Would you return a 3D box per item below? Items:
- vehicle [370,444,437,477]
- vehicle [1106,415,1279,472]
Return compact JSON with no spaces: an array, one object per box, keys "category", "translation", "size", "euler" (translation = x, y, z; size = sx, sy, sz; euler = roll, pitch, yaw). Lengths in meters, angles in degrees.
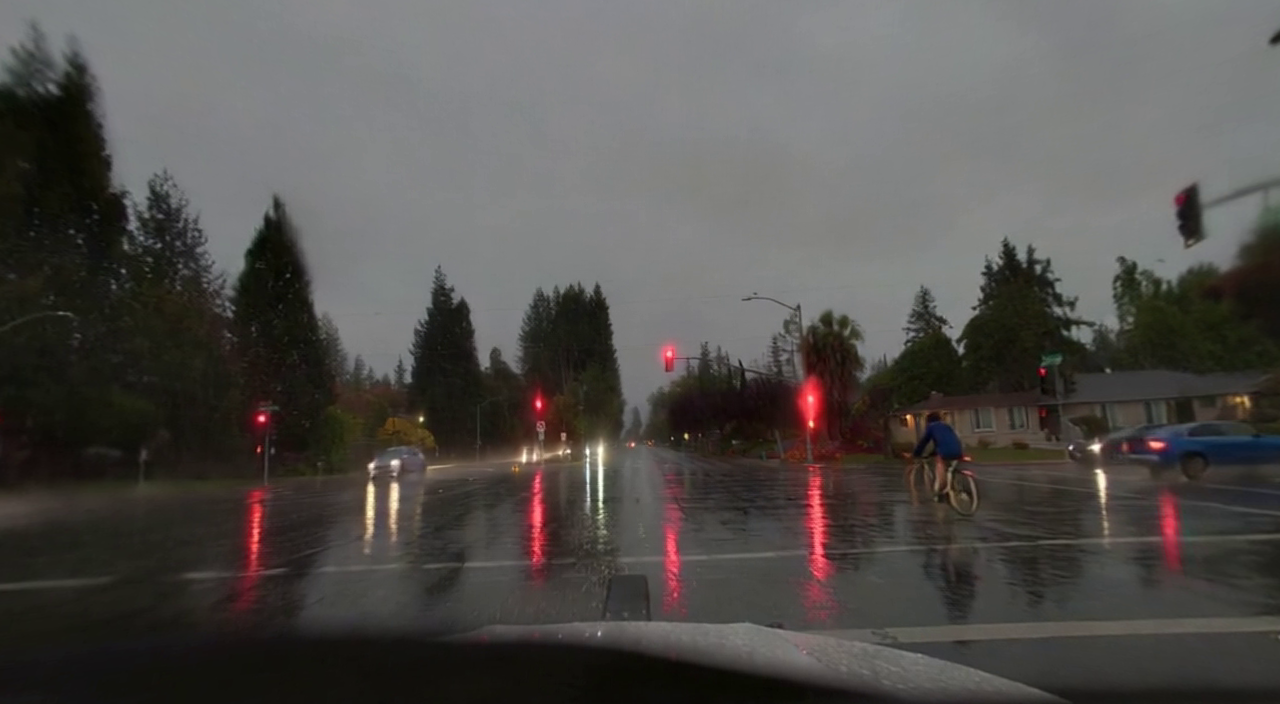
[{"category":"vehicle","translation":[-13.911,6.383,37.352],"size":[2.148,1.753,4.558],"euler":[0,-9,1]},{"category":"vehicle","translation":[16.348,2.578,17.737],"size":[4.749,1.496,2.017],"euler":[-1,-9,2]}]
